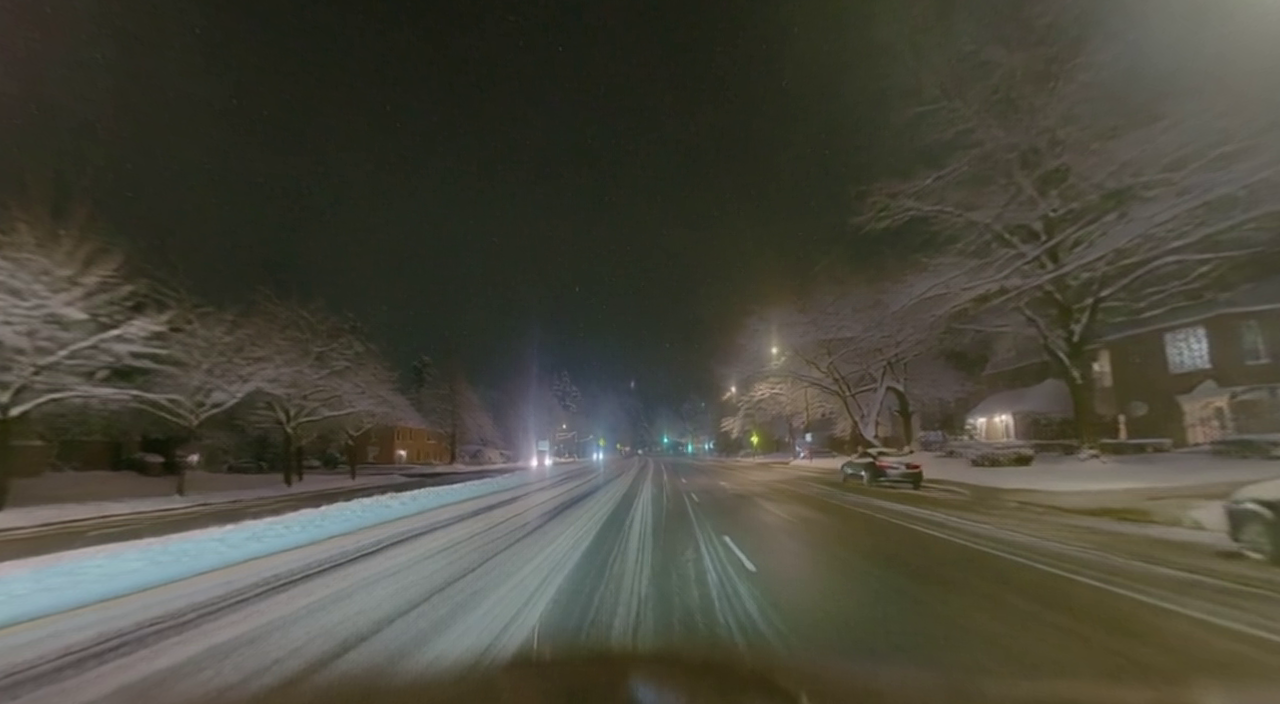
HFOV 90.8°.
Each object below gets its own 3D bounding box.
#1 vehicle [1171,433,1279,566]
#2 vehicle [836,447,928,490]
[{"bbox_3d":[9.356,1.812,7.584,1.990,1.728,4.597,-1,-9,1],"label":"vehicle"},{"bbox_3d":[9.766,4.729,25.913,2.076,1.547,4.398,-1,-9,1],"label":"vehicle"}]
